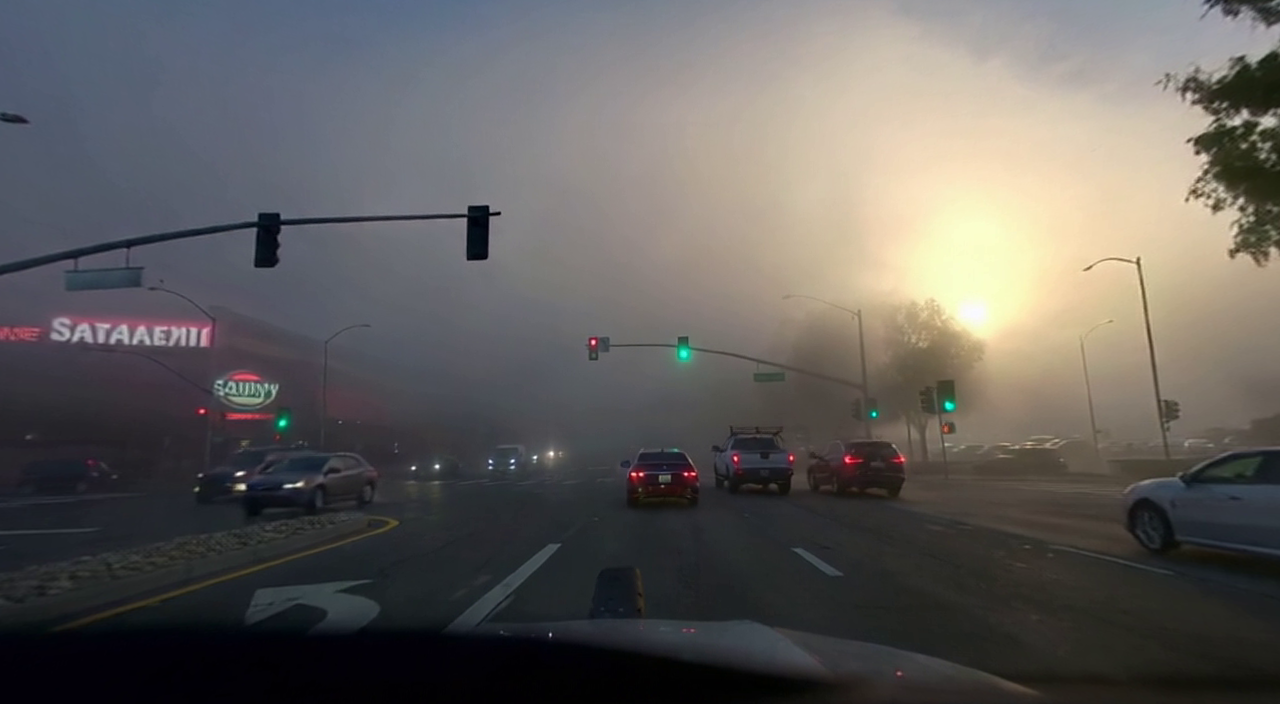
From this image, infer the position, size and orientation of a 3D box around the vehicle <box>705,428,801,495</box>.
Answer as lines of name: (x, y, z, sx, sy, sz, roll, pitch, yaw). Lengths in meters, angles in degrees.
vehicle: (3.859, 3.864, 22.686, 2.358, 2.116, 5.328, 0, -8, -1)

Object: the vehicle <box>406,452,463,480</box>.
vehicle: (-12.425, 6.891, 38.467, 1.969, 1.486, 4.773, 0, -8, -1)

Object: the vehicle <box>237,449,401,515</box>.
vehicle: (-8.191, 3.310, 16.666, 2.002, 1.469, 4.301, 0, -8, 1)

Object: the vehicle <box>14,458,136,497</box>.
vehicle: (-29.059, 6.418, 32.496, 4.789, 1.828, 2.025, -2, -9, 11)

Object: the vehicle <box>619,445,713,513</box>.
vehicle: (0.525, 3.040, 15.638, 2.038, 1.447, 3.756, 0, -8, -1)

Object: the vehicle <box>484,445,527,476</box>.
vehicle: (-8.291, 6.678, 39.213, 1.904, 1.789, 4.021, 0, -8, -1)

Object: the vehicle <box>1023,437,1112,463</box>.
vehicle: (31.436, 7.221, 46.474, 4.885, 1.883, 2.107, 0, -8, 2)

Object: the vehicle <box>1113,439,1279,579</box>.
vehicle: (7.878, 1.714, 6.907, 1.905, 1.498, 4.463, 0, -8, 0)

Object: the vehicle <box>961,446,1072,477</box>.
vehicle: (18.464, 5.374, 31.060, 4.227, 1.460, 1.777, 0, -8, 2)

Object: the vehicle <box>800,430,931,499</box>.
vehicle: (7.285, 3.684, 21.139, 2.323, 2.009, 5.266, 0, -8, -1)
